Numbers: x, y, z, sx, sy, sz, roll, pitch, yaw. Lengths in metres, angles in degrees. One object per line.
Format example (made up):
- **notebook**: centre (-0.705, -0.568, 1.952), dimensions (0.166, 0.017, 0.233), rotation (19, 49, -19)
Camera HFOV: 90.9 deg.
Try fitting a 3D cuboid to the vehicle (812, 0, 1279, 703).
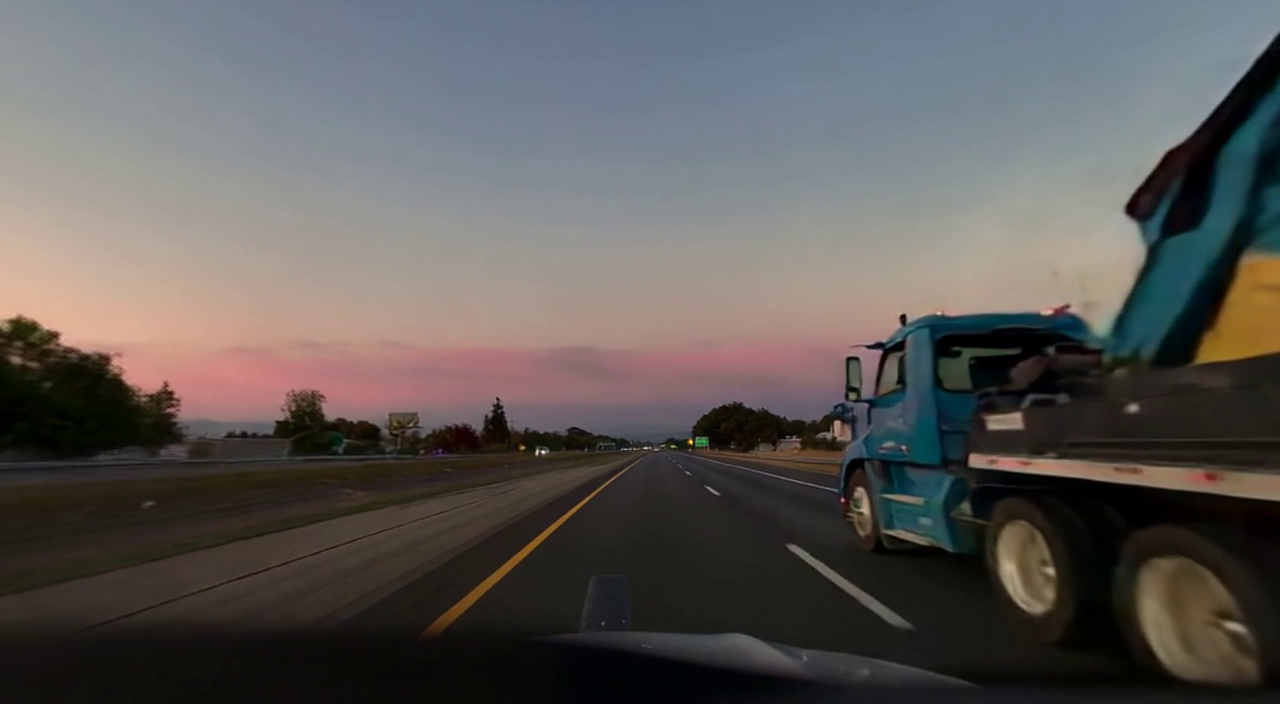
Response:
- **vehicle**: centre (3.965, 0.419, 3.789), dimensions (3.342, 2.931, 9.266), rotation (-1, -8, 1)
